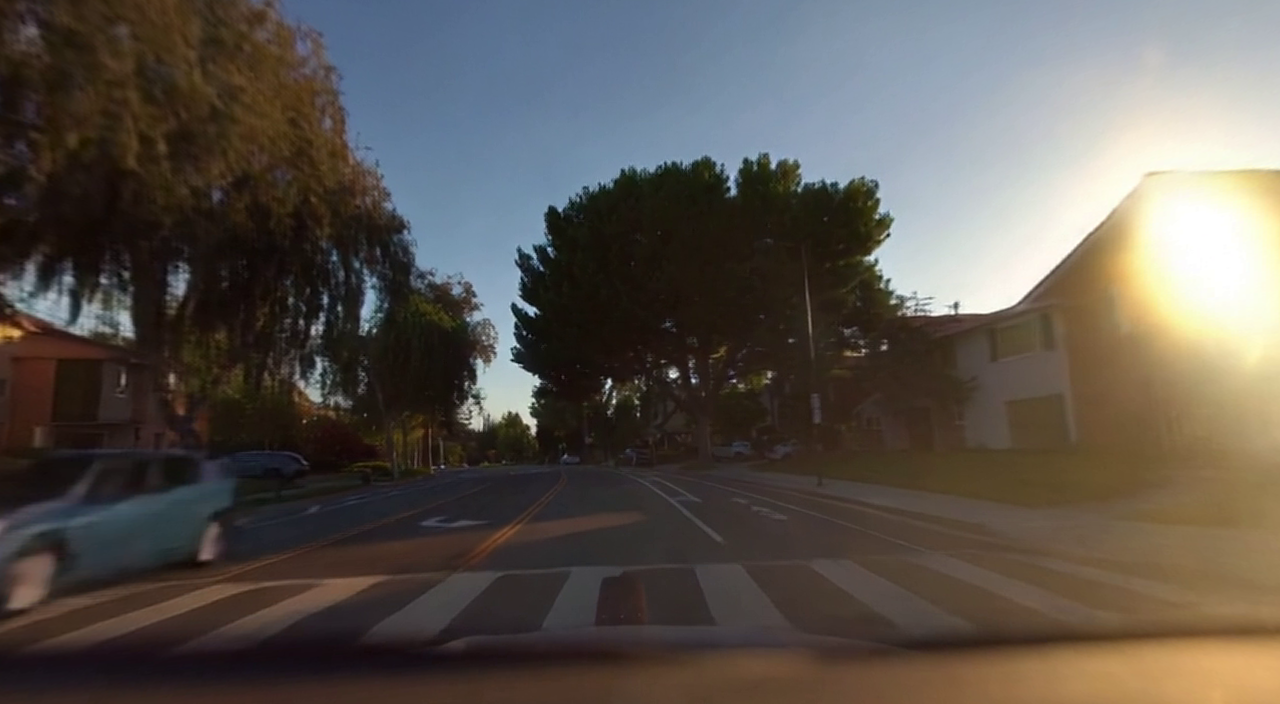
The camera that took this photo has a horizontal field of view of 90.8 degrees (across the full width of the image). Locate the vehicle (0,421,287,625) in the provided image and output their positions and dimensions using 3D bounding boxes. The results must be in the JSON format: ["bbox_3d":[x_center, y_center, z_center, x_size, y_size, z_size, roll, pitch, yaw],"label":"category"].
[{"bbox_3d":[-6.862,1.867,7.867,2.247,1.801,4.672,0,-9,-1],"label":"vehicle"}]

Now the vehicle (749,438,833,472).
[{"bbox_3d":[9.694,6.646,40.740,4.697,1.861,2.126,1,-12,-16],"label":"vehicle"}]
